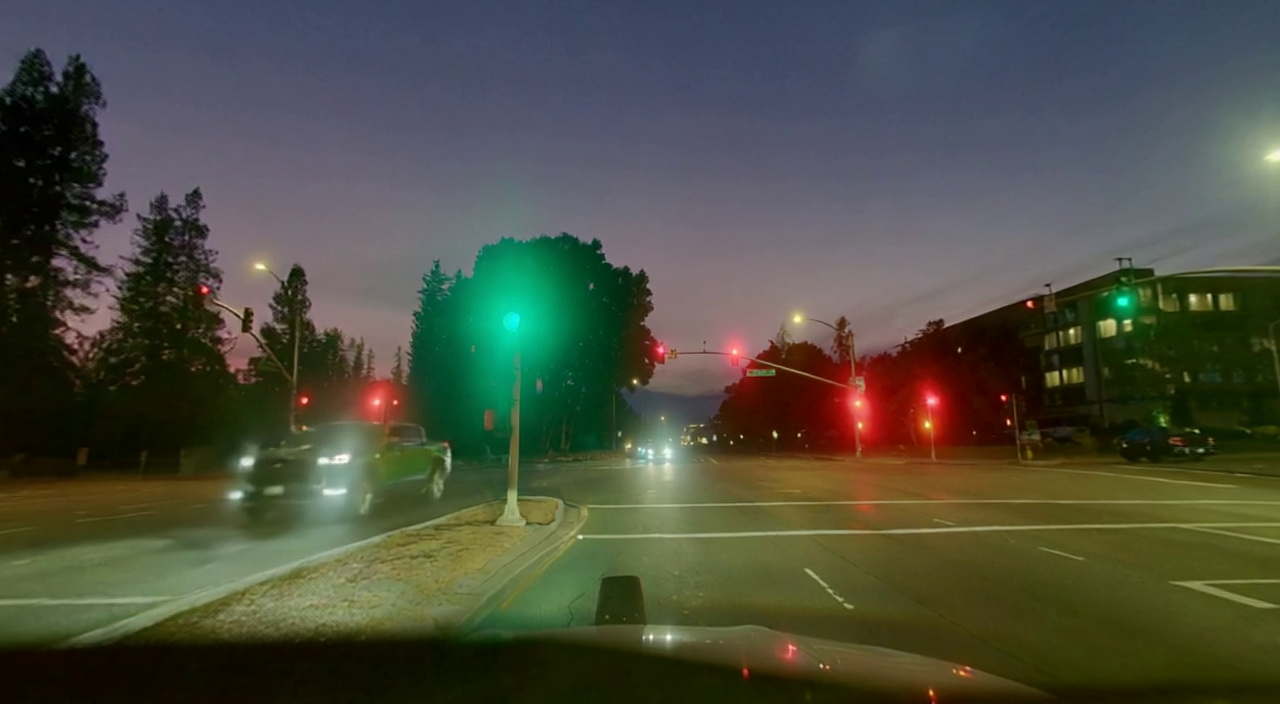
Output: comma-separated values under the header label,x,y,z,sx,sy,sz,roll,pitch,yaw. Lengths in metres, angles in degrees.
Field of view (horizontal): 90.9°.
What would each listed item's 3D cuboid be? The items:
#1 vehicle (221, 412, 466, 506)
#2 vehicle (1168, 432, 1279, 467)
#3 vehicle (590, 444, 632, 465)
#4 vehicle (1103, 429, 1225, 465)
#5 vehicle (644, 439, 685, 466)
label,x,y,z,sx,sy,sz,roll,pitch,yaw
vehicle,-8.384,3.221,19.698,2.775,2.246,9.043,-1,-8,4
vehicle,26.285,4.284,27.827,4.644,1.470,1.922,1,-8,-10
vehicle,-2.035,7.360,45.490,2.076,1.476,3.873,-2,-8,12
vehicle,25.935,4.698,31.285,4.441,1.674,2.035,1,-8,-8
vehicle,1.746,6.835,43.176,2.197,1.739,4.177,-2,-8,10
